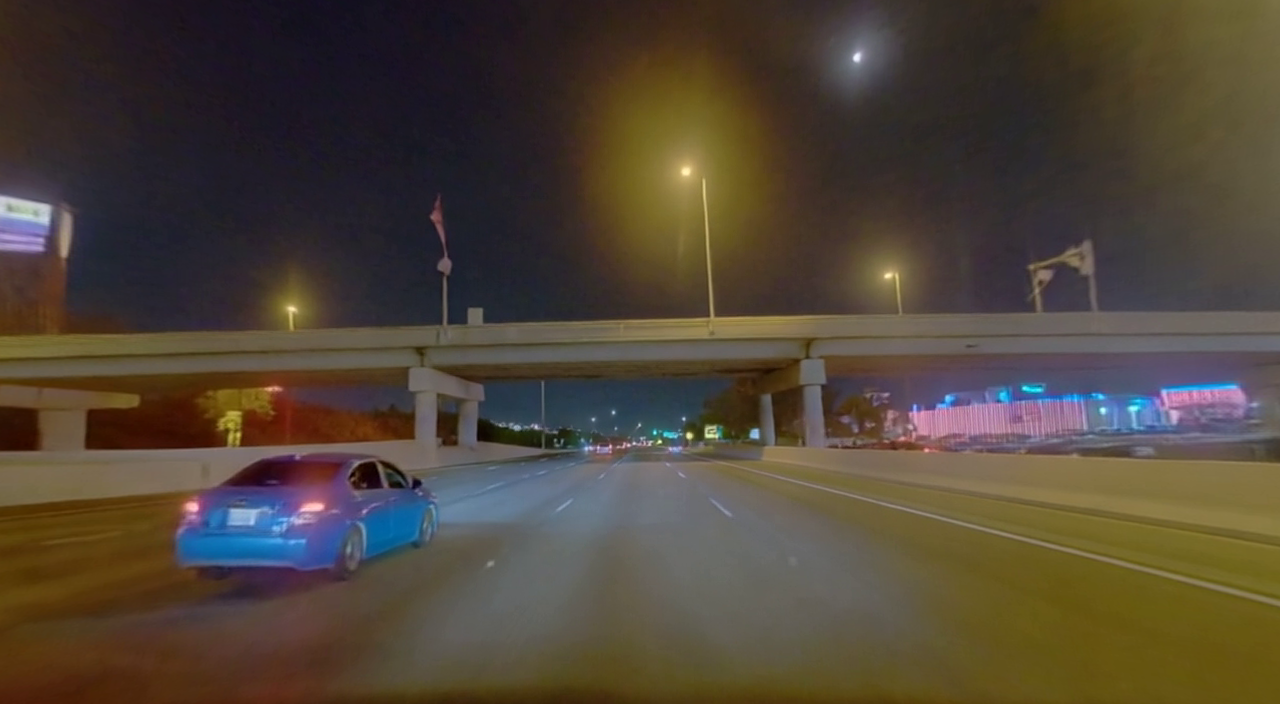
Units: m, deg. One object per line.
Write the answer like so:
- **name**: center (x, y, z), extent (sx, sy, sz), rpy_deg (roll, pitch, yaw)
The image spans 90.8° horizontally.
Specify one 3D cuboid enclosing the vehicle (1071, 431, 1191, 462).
- **vehicle**: center (24.894, 4.795, 32.165), extent (4.513, 1.469, 1.871), rpy_deg (0, -8, 0)
